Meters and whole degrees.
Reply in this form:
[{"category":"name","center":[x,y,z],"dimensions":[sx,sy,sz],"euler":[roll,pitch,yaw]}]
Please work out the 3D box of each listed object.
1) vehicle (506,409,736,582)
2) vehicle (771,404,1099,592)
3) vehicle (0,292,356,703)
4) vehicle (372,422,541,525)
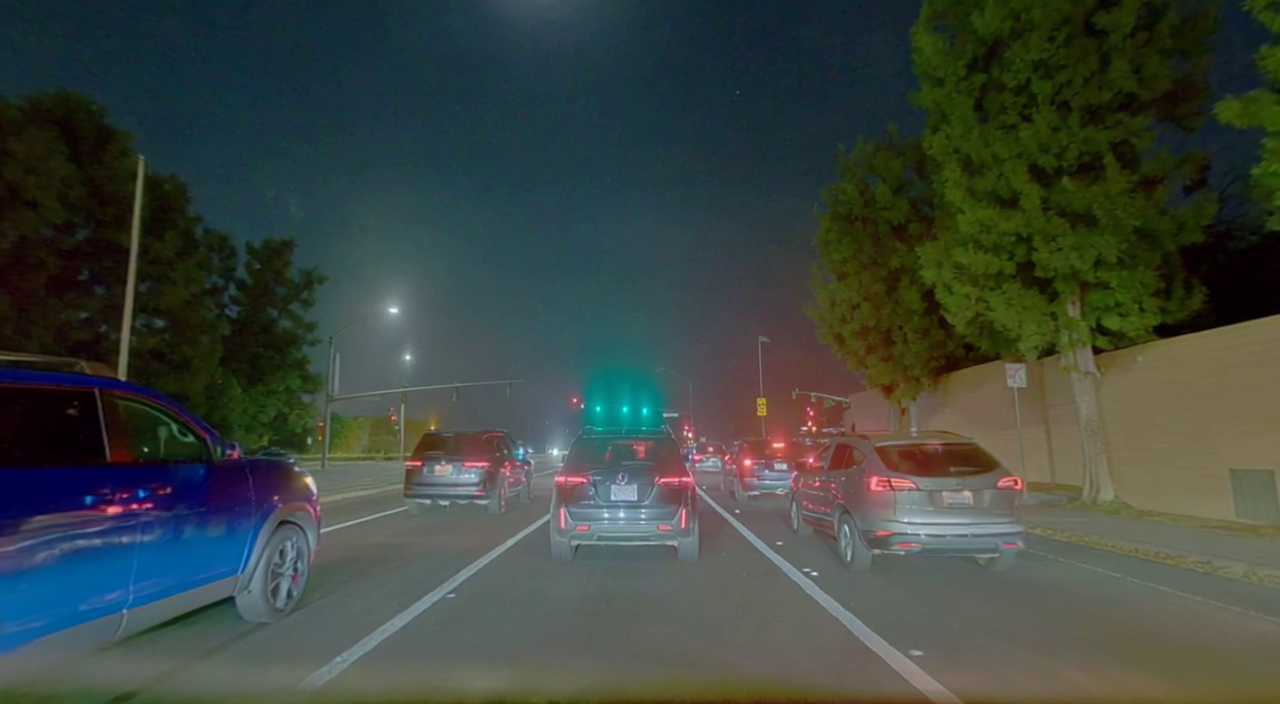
[{"category":"vehicle","center":[-0.157,1.689,8.192],"dimensions":[2.245,1.677,3.913],"euler":[0,-8,1]},{"category":"vehicle","center":[3.136,1.641,7.943],"dimensions":[2.029,1.702,4.281],"euler":[0,-8,0]},{"category":"vehicle","center":[-3.525,0.839,3.182],"dimensions":[2.070,1.913,4.450],"euler":[0,-8,0]},{"category":"vehicle","center":[-3.528,2.433,13.222],"dimensions":[2.067,1.759,4.631],"euler":[0,-8,1]}]
